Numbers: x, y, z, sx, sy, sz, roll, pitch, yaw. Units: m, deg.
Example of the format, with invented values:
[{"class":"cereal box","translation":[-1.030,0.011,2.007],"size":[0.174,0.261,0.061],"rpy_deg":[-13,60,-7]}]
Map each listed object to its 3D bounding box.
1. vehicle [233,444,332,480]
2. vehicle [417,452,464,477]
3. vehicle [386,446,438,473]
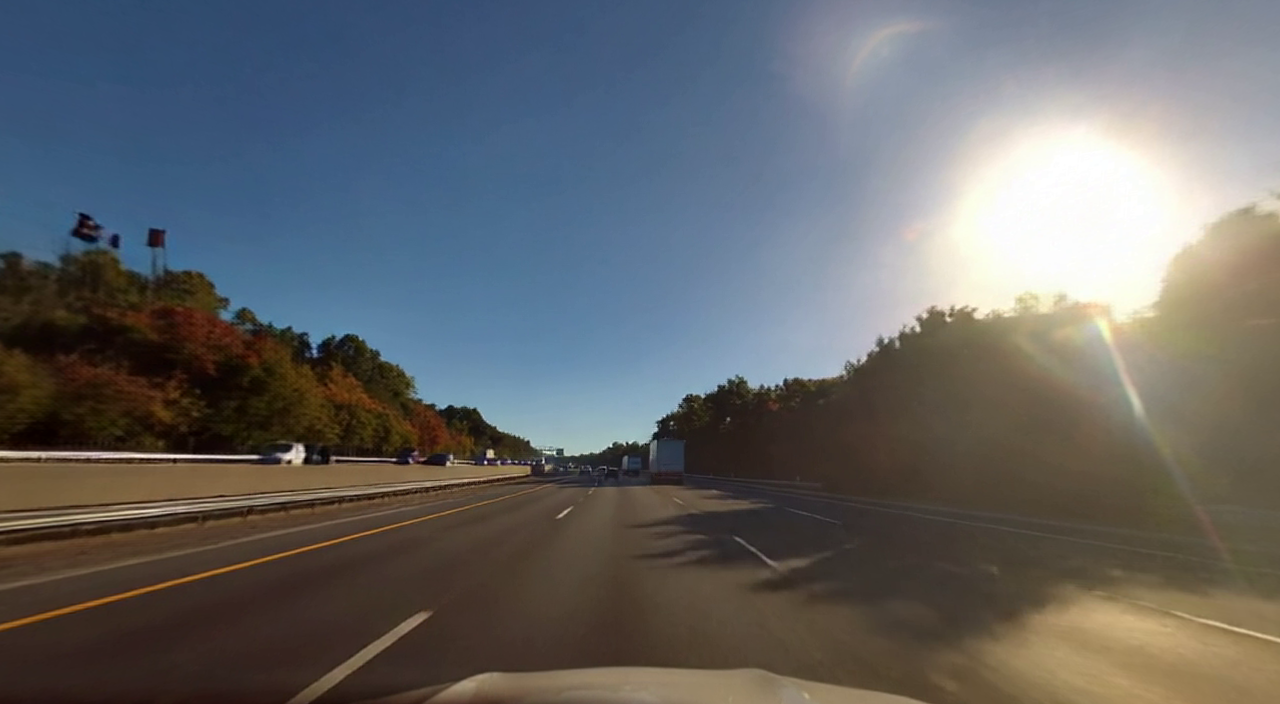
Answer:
[{"class":"vehicle","translation":[-16.150,5.049,28.780],"size":[1.914,1.484,4.634],"rpy_deg":[1,-11,-2]},{"class":"vehicle","translation":[-12.224,6.947,38.786],"size":[1.732,1.414,3.600],"rpy_deg":[1,-11,-1]},{"class":"vehicle","translation":[-16.966,8.107,47.127],"size":[2.106,1.843,4.997],"rpy_deg":[1,-11,-1]}]
